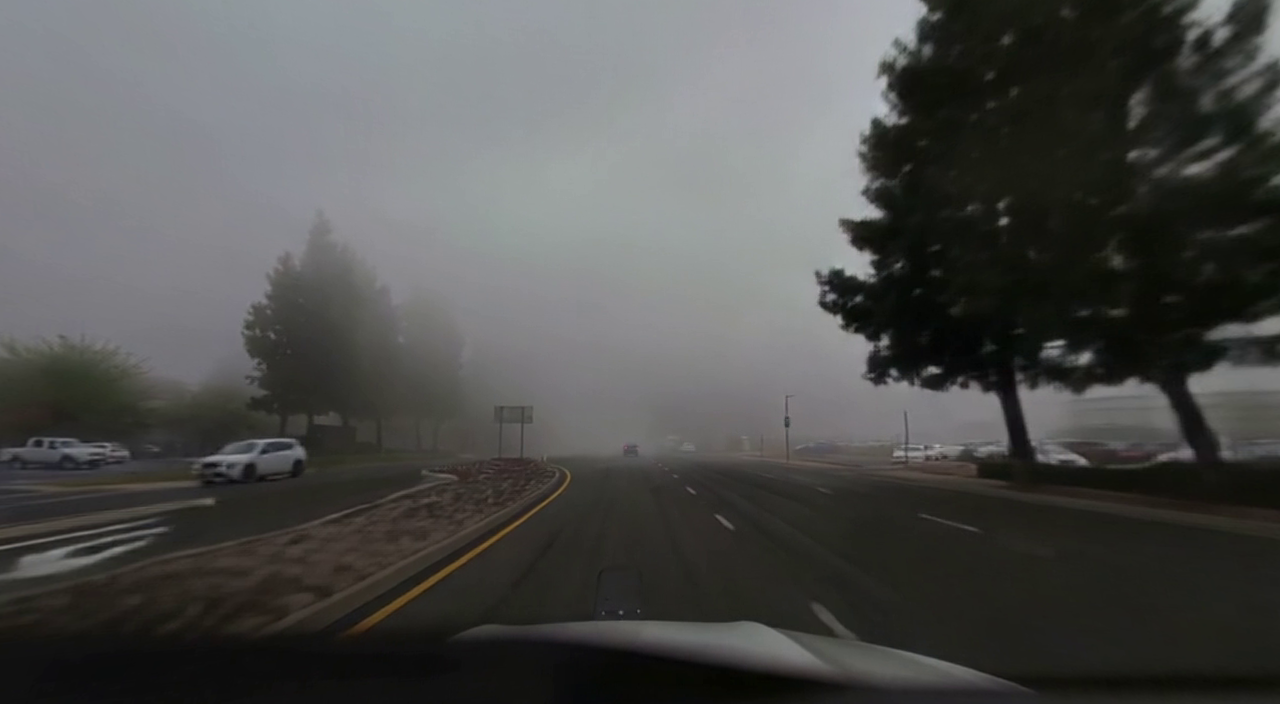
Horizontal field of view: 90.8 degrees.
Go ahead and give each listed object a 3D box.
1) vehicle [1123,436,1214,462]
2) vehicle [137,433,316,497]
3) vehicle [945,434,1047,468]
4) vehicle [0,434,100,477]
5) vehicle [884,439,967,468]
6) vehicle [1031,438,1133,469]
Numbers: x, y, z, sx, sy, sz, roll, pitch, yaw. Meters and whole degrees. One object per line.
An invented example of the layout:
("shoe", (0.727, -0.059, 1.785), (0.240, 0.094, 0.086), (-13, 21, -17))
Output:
("vehicle", (34.053, 6.254, 40.873), (1.774, 1.551, 4.340), (1, -9, -7))
("vehicle", (-13.239, 3.628, 20.444), (4.497, 1.774, 1.958), (-3, -9, 3))
("vehicle", (21.249, 5.959, 38.093), (2.150, 1.812, 5.372), (0, -8, -13))
("vehicle", (-40.701, 6.911, 42.425), (6.096, 2.729, 2.827), (0, -8, -1))
("vehicle", (16.460, 5.876, 36.765), (1.966, 1.583, 4.568), (2, -9, -13))
("vehicle", (24.670, 5.630, 35.510), (1.988, 1.617, 4.524), (1, -8, -10))
